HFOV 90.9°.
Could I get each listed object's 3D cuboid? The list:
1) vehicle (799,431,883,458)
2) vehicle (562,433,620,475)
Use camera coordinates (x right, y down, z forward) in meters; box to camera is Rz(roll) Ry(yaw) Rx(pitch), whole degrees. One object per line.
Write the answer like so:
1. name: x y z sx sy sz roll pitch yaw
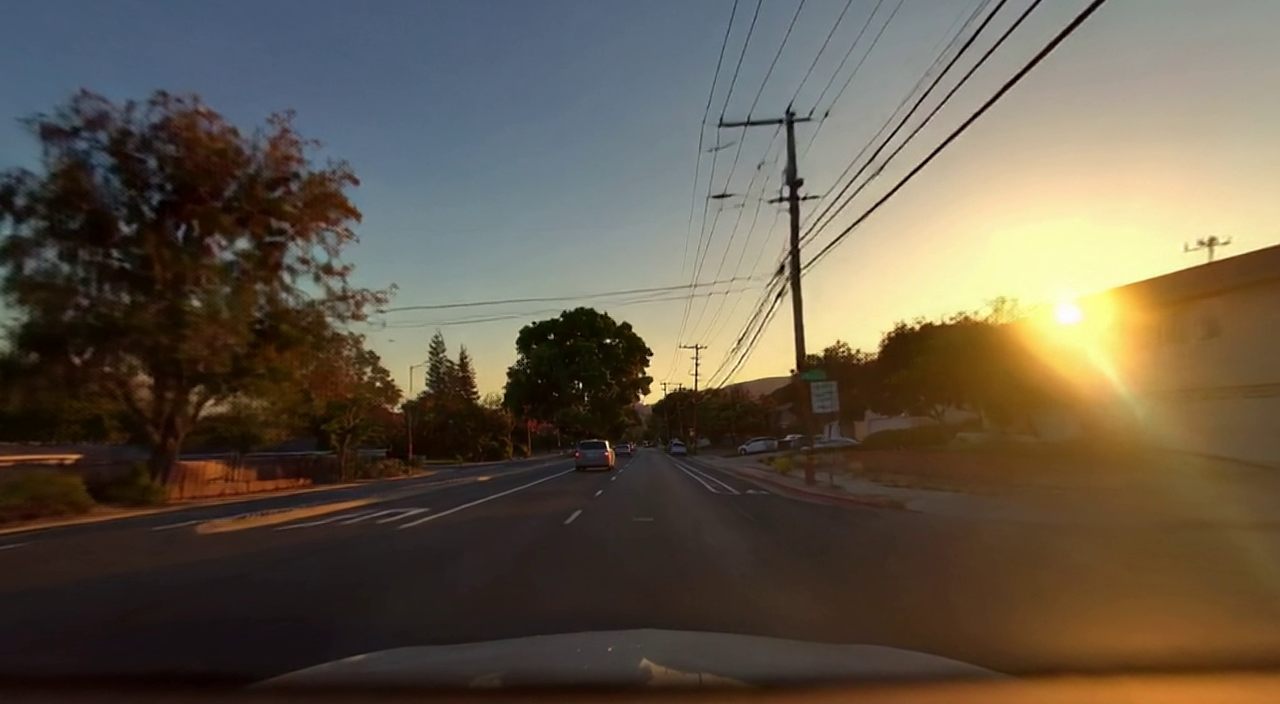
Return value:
1. vehicle: 12.043 5.609 37.975 2.212 1.404 4.283 2 -10 -33
2. vehicle: -2.317 5.016 31.104 2.327 1.861 4.941 0 -9 2
